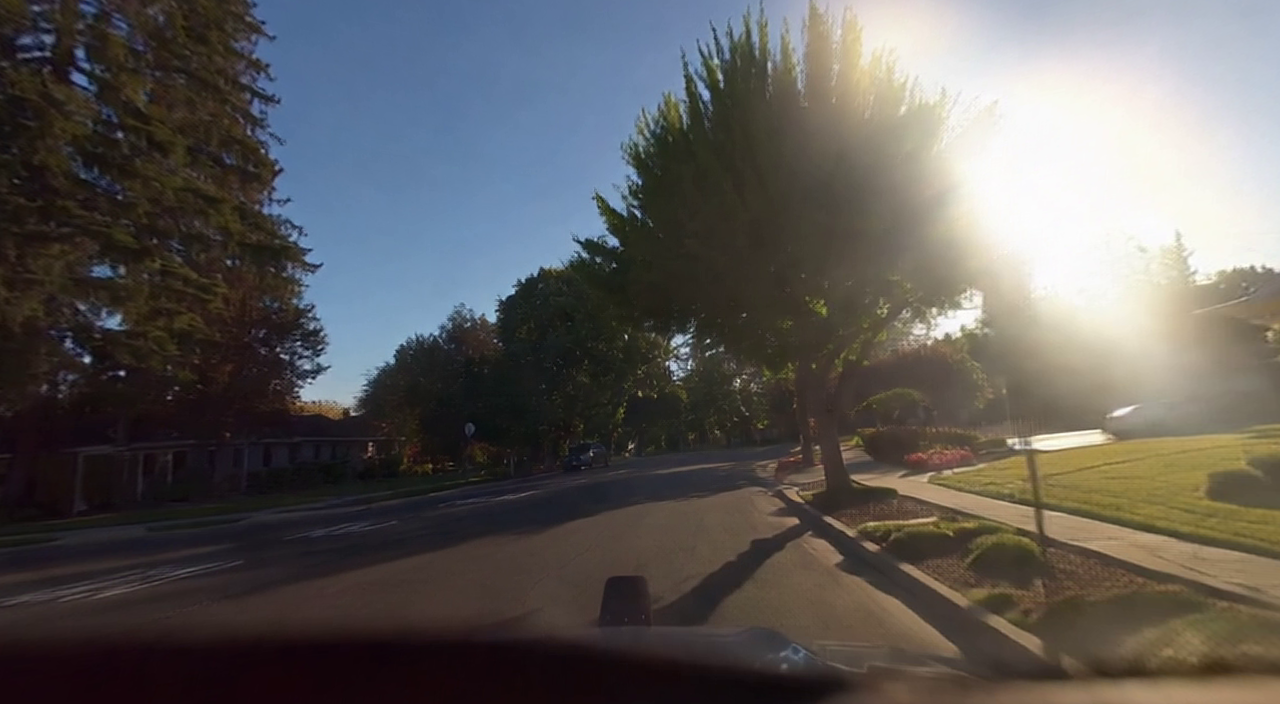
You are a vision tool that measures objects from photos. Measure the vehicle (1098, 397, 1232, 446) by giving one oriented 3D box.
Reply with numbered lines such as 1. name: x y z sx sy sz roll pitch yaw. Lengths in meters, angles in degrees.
1. vehicle: 18.956 2.620 23.080 1.806 1.481 4.671 -6 -10 14
